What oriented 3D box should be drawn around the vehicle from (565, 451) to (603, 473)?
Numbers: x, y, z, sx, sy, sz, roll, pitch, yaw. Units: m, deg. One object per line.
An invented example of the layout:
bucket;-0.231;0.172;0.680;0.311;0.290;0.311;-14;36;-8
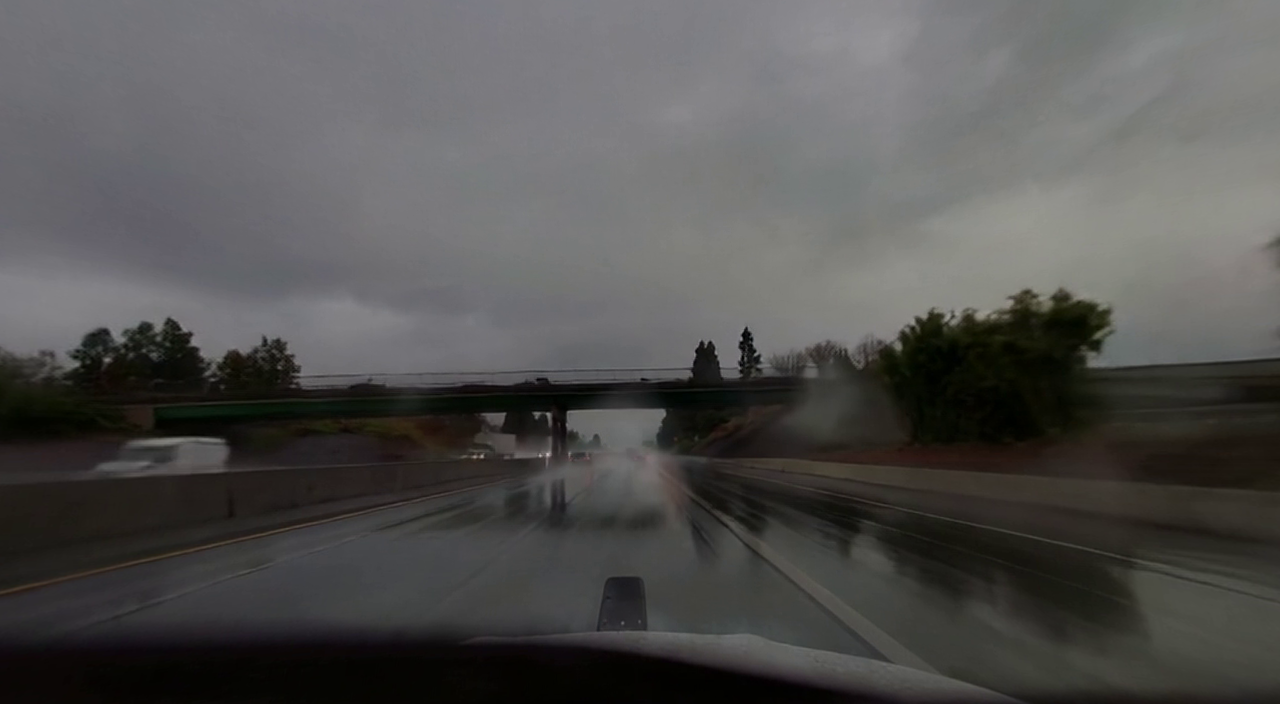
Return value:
vehicle;-3.858;7.642;44.053;2.293;1.462;4.452;0;-9;0
